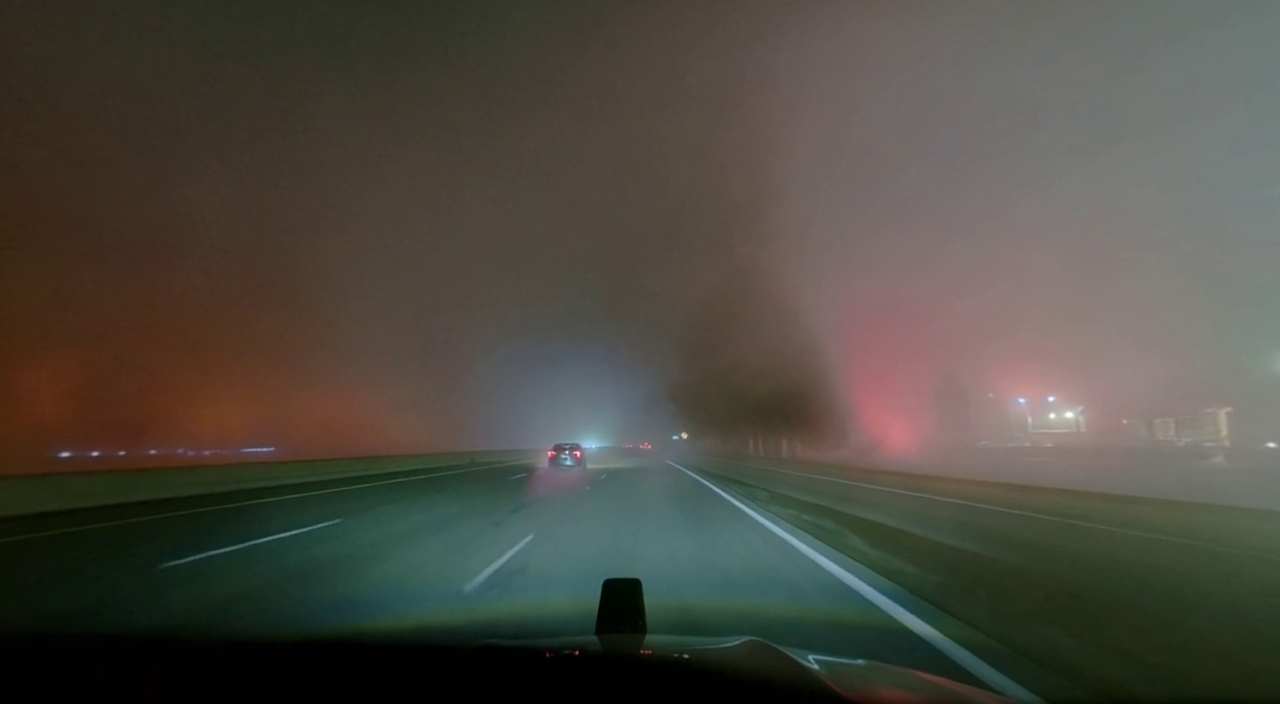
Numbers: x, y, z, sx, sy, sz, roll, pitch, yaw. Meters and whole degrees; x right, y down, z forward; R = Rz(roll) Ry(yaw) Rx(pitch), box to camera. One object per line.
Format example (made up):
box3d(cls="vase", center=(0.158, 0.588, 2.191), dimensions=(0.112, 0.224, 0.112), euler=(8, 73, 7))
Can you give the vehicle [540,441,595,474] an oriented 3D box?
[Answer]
box3d(cls="vehicle", center=(-3.386, 5.018, 30.280), dimensions=(2.128, 1.450, 4.078), euler=(0, -8, 1))
